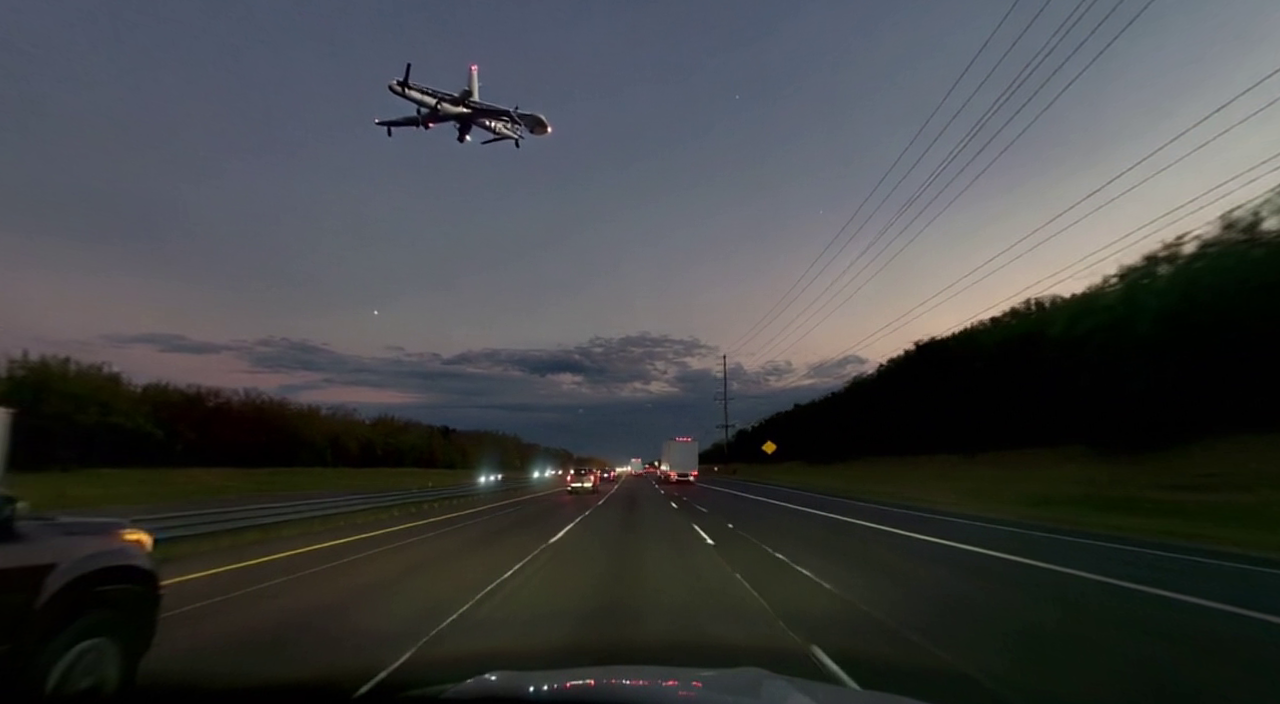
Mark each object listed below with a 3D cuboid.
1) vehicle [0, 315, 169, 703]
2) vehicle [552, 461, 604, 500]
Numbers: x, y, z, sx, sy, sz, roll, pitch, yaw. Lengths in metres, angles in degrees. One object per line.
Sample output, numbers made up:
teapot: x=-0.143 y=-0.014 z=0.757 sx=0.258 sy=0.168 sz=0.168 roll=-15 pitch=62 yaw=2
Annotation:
vehicle: x=-3.612 y=0.490 z=0.897 sx=2.146 sy=1.862 sz=4.703 roll=1 pitch=-11 yaw=0
vehicle: x=-2.936 y=6.241 z=30.835 sx=2.065 sy=1.722 sz=4.441 roll=1 pitch=-11 yaw=0
